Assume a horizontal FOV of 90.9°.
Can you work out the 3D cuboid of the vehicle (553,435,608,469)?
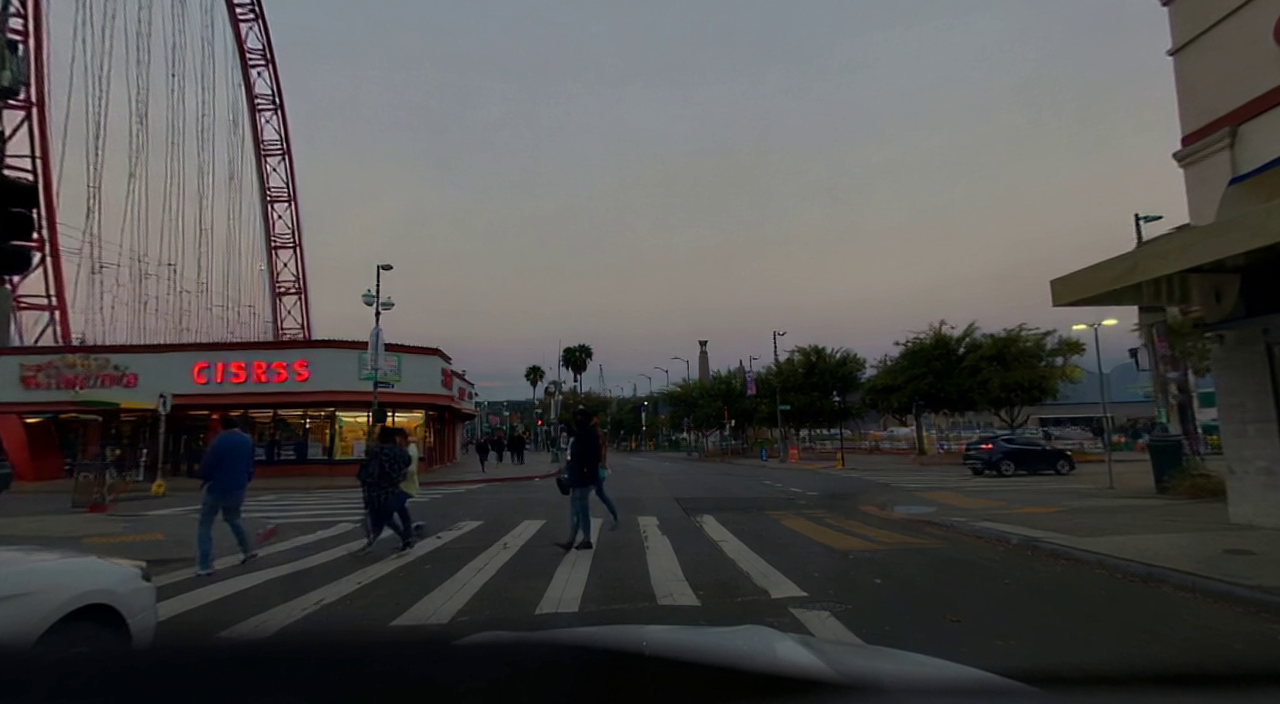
[{"bbox_3d":[-3.881,6.356,40.262,2.549,2.000,5.699,2,-9,-15],"label":"vehicle"}]

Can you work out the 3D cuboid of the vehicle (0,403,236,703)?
[{"bbox_3d":[-3.371,0.784,1.181,1.940,1.505,4.676,-1,-9,3],"label":"vehicle"}]
